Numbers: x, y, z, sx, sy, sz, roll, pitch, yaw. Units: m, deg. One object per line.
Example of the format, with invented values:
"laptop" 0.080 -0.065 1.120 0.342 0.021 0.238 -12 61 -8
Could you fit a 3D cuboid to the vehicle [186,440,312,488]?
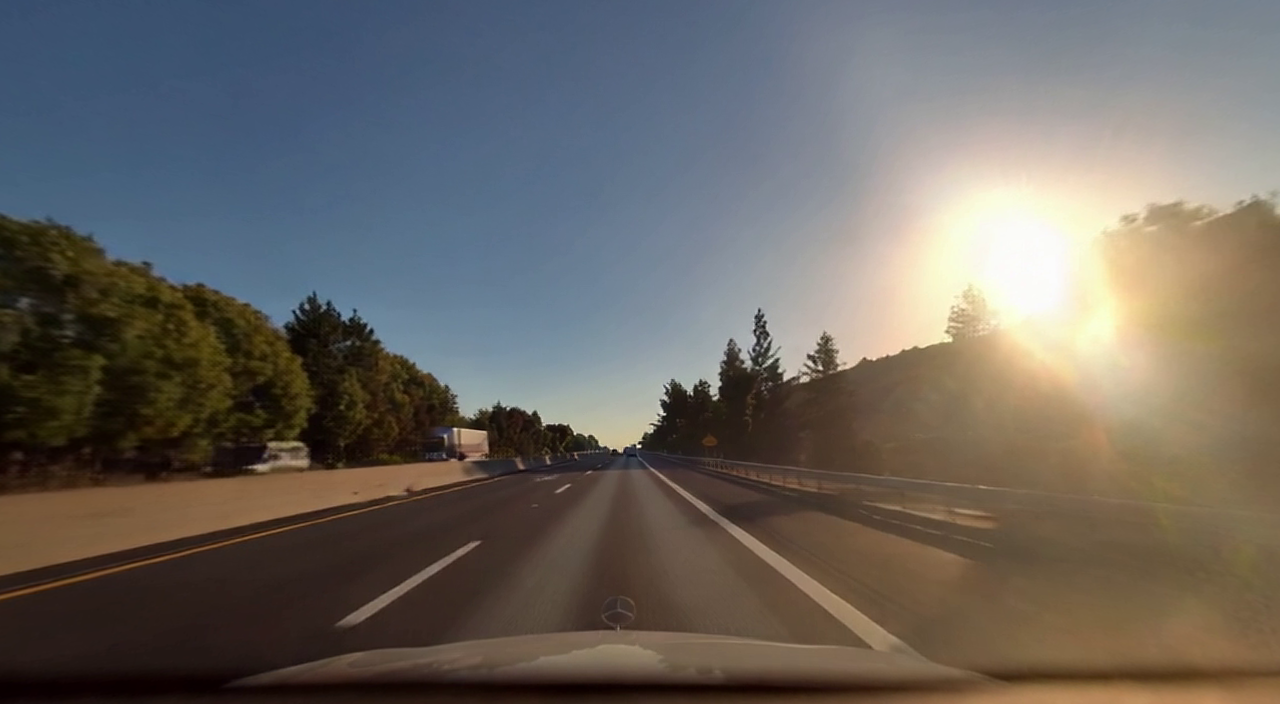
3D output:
"vehicle" -18.077 5.203 29.424 2.285 2.022 5.428 0 -9 1
